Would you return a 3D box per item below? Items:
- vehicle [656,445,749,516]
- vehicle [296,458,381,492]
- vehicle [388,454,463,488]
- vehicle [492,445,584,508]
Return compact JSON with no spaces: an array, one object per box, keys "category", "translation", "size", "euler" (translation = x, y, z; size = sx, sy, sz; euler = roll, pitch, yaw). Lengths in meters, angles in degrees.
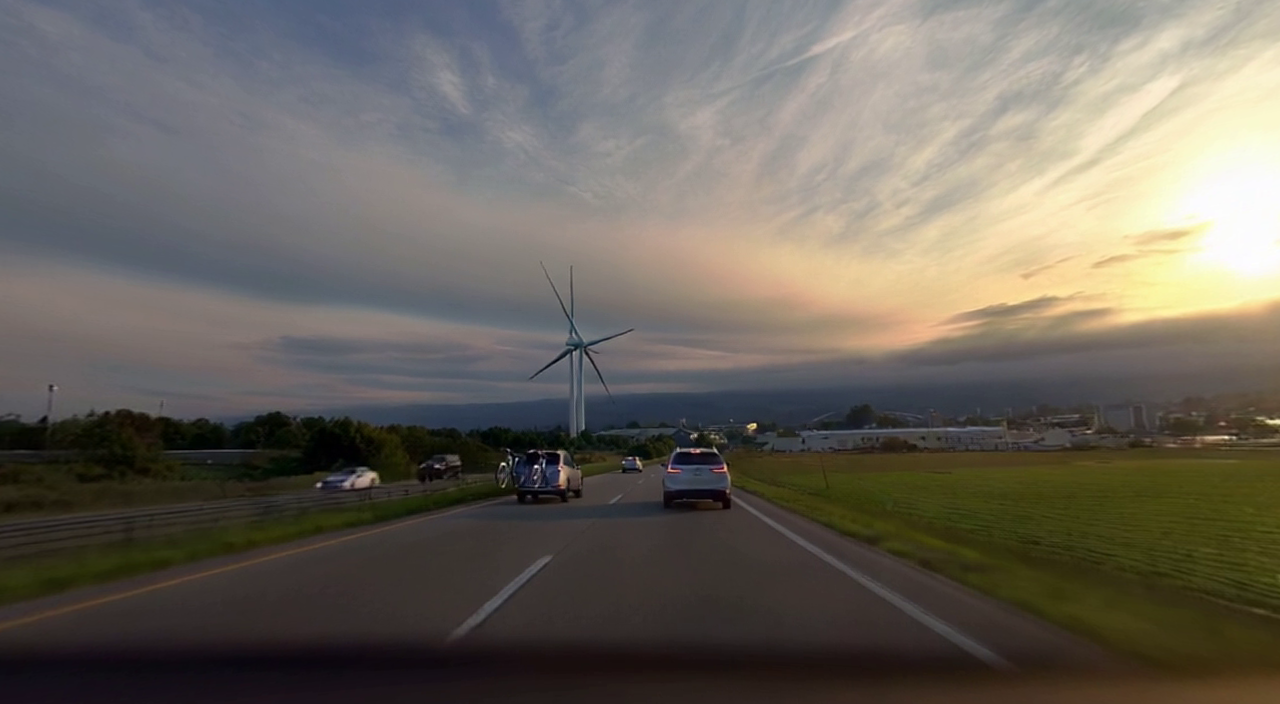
[{"category":"vehicle","translation":[1.457,3.249,16.360],"size":[2.063,1.582,3.955],"euler":[-1,-9,1]},{"category":"vehicle","translation":[-14.628,5.970,30.822],"size":[1.972,1.466,3.984],"euler":[-1,-9,3]},{"category":"vehicle","translation":[-10.690,5.947,31.766],"size":[2.088,1.545,4.230],"euler":[-1,-9,3]},{"category":"vehicle","translation":[-2.969,3.711,19.238],"size":[1.962,1.681,4.033],"euler":[-1,-9,2]}]
